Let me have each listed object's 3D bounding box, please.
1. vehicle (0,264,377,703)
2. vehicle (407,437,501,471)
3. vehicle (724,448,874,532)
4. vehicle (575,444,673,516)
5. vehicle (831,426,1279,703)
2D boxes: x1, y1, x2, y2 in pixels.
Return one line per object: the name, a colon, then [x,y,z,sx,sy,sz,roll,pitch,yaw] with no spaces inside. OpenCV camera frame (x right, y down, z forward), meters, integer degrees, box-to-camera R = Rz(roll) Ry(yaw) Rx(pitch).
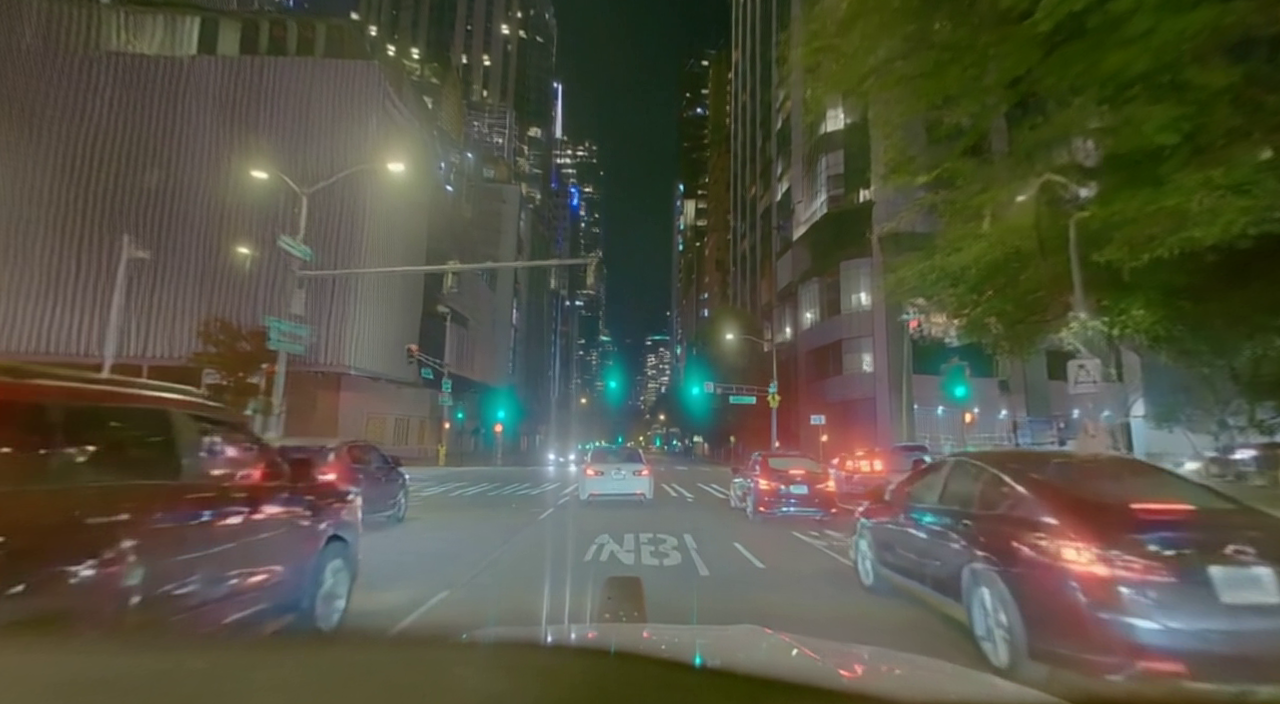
vehicle: [-2.935,0.868,2.959,1.683,2.039,3.703,0,-8,1]
vehicle: [-9.902,5.419,33.557,4.556,1.689,1.982,-4,-9,25]
vehicle: [3.140,2.807,13.545,1.942,1.443,4.468,0,-8,-2]
vehicle: [-0.417,2.935,15.029,2.031,1.461,3.763,0,-8,-3]
vehicle: [3.298,1.453,5.197,1.973,1.537,4.533,0,-8,-1]
